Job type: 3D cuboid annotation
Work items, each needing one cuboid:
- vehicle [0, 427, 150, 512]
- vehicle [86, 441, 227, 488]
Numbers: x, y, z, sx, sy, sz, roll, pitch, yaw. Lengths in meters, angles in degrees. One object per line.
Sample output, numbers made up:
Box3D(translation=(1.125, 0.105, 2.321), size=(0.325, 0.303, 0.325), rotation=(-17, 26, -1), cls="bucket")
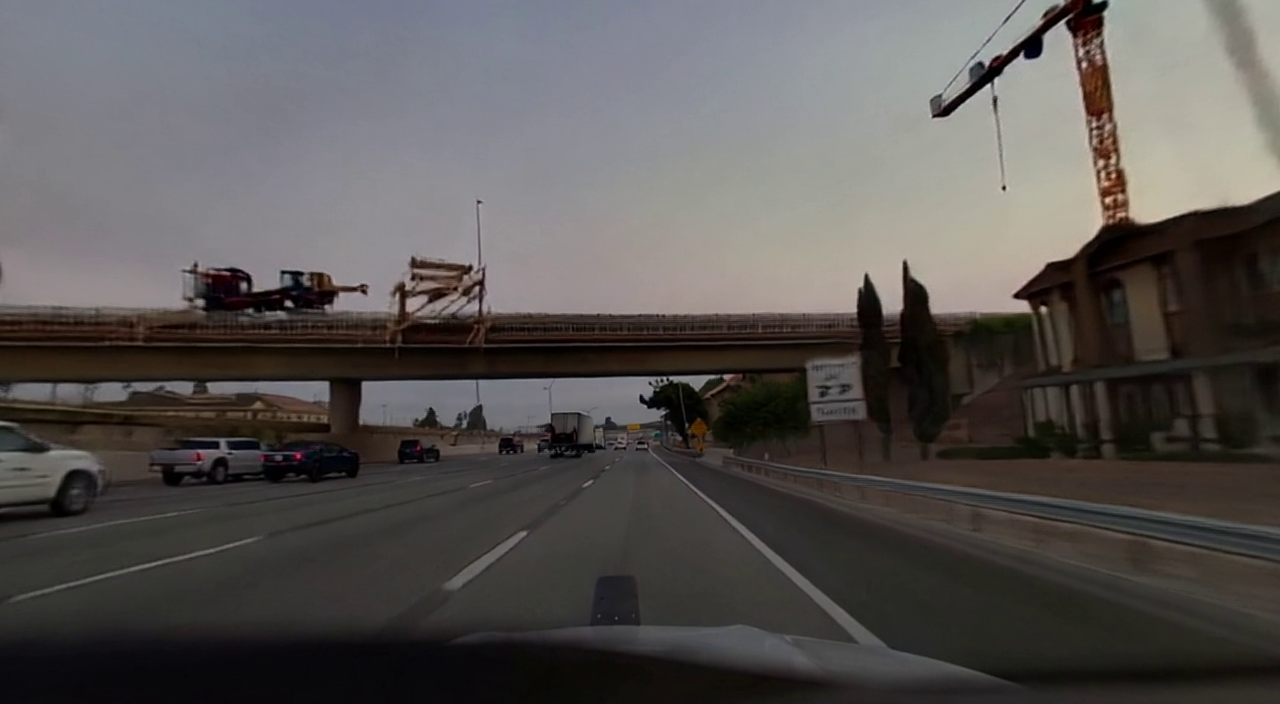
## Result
Box3D(translation=(-14.411, 2.718, 14.896), size=(1.898, 1.763, 4.644), rotation=(0, -9, 1), cls="vehicle")
Box3D(translation=(-17.971, 4.179, 23.808), size=(1.866, 1.609, 4.315), rotation=(0, -9, 0), cls="vehicle")
